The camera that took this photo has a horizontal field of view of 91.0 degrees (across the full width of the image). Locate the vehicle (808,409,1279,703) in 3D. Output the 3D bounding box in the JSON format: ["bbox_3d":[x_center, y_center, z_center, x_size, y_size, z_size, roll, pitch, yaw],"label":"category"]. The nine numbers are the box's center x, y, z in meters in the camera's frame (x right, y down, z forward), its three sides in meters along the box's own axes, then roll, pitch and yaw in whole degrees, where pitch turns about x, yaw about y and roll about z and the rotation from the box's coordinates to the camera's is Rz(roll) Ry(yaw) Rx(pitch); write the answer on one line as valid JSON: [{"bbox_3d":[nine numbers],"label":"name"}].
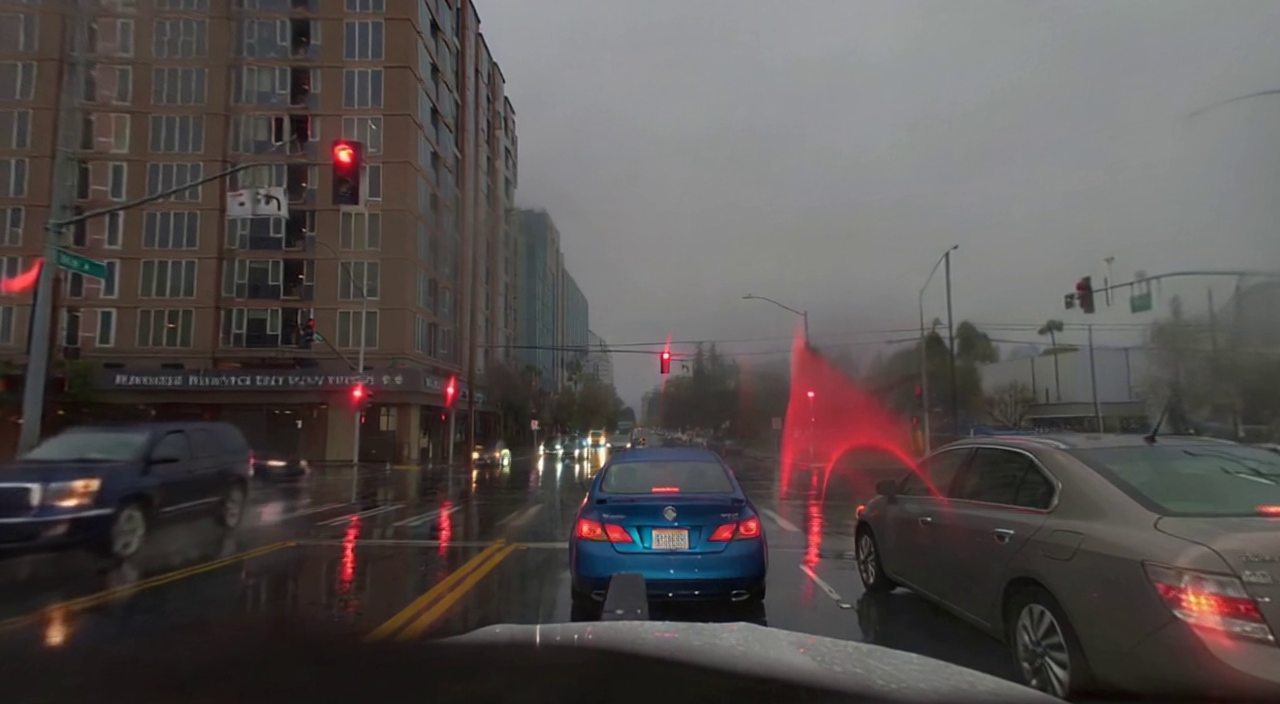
[{"bbox_3d":[2.811,1.289,4.570,1.961,1.498,4.356,0,-8,0],"label":"vehicle"}]

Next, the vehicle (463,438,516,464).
[{"bbox_3d":[-9.733,6.428,41.022,2.030,1.596,3.912,-1,-9,8],"label":"vehicle"}]

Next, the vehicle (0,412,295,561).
[{"bbox_3d":[-8.529,2.156,11.076,2.338,1.889,5.998,1,-8,-9],"label":"vehicle"}]

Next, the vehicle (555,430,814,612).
[{"bbox_3d":[0.282,1.693,7.283,2.132,1.464,4.089,0,-8,-3],"label":"vehicle"}]
